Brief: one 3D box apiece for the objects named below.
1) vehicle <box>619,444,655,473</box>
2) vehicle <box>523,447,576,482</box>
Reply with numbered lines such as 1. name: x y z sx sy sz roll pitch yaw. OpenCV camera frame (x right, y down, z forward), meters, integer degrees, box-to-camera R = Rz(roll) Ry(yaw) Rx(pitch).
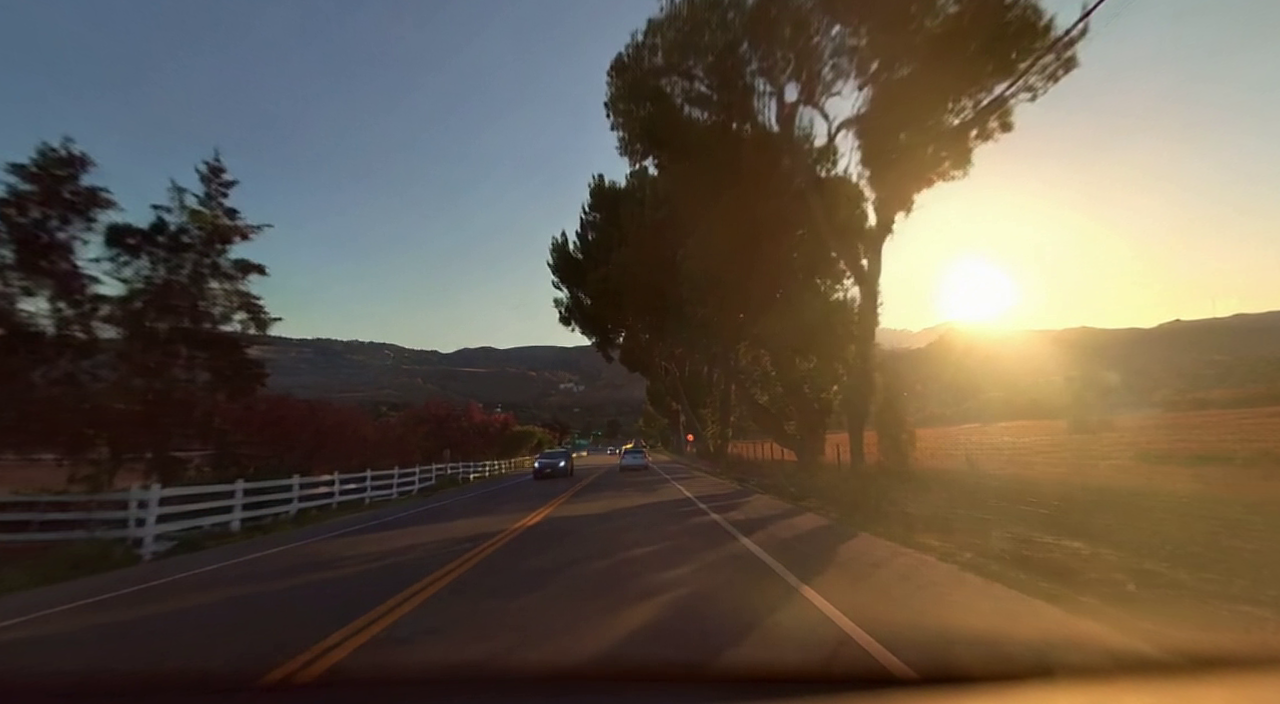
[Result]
1. vehicle: -0.225 6.684 39.855 2.158 1.669 4.006 0 -9 -1
2. vehicle: -4.390 5.522 31.411 1.989 1.600 3.979 -1 -9 1
